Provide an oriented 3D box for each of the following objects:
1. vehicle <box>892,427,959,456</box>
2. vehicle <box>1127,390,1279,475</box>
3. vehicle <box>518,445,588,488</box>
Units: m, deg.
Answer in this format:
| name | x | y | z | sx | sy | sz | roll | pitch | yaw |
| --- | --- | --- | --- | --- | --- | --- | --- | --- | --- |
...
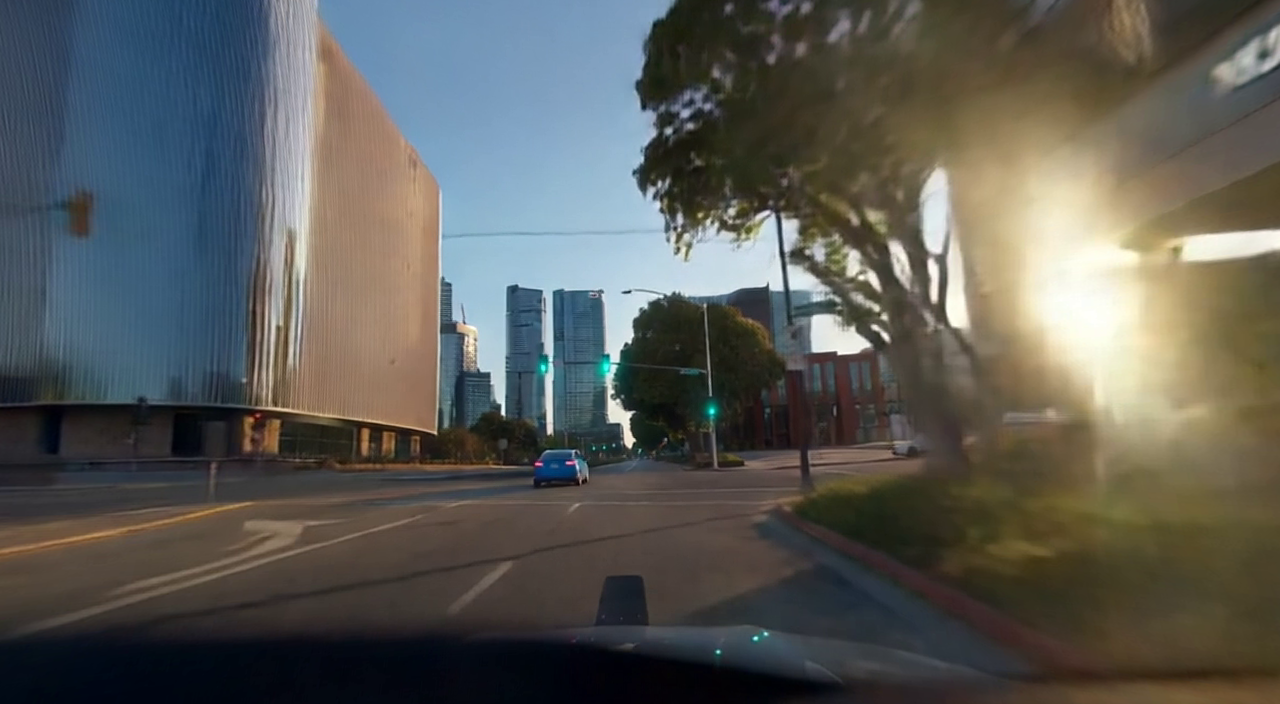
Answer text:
| name | x | y | z | sx | sy | sz | roll | pitch | yaw |
| --- | --- | --- | --- | --- | --- | --- | --- | --- | --- |
| vehicle | 16.735 | 5.298 | 37.134 | 1.851 | 1.594 | 4.324 | 0 | -9 | -1 |
| vehicle | 12.346 | 1.581 | 12.258 | 4.002 | 1.489 | 2.028 | 0 | -9 | -1 |
| vehicle | -3.248 | 4.398 | 24.499 | 1.971 | 1.486 | 4.380 | 0 | -9 | 2 |
